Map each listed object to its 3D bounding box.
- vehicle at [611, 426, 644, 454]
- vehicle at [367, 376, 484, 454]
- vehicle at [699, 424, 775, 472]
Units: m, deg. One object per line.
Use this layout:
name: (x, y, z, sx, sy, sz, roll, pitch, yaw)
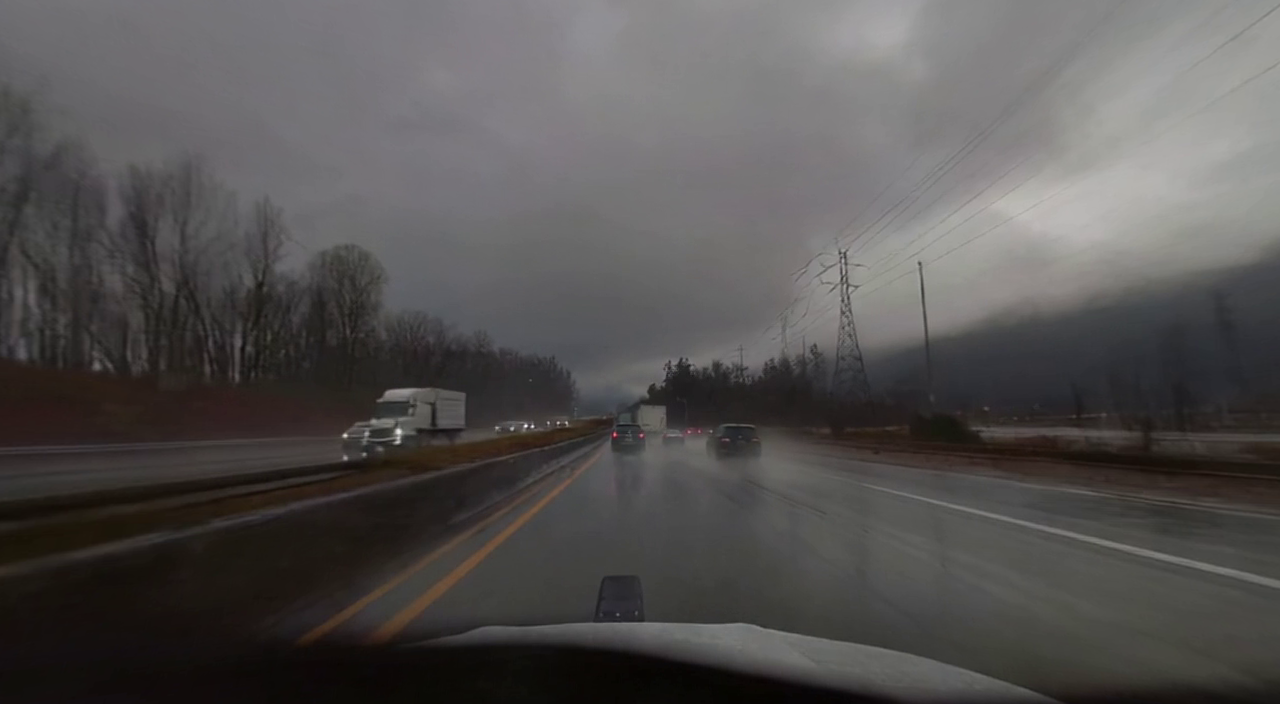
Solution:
vehicle: (-0.789, 5.548, 39.730, 2.019, 1.642, 3.790, 0, -8, -1)
vehicle: (-13.085, 4.265, 40.249, 2.921, 4.095, 13.845, 0, -8, -1)
vehicle: (3.422, 3.477, 22.984, 2.062, 1.581, 3.914, 0, -8, -1)
